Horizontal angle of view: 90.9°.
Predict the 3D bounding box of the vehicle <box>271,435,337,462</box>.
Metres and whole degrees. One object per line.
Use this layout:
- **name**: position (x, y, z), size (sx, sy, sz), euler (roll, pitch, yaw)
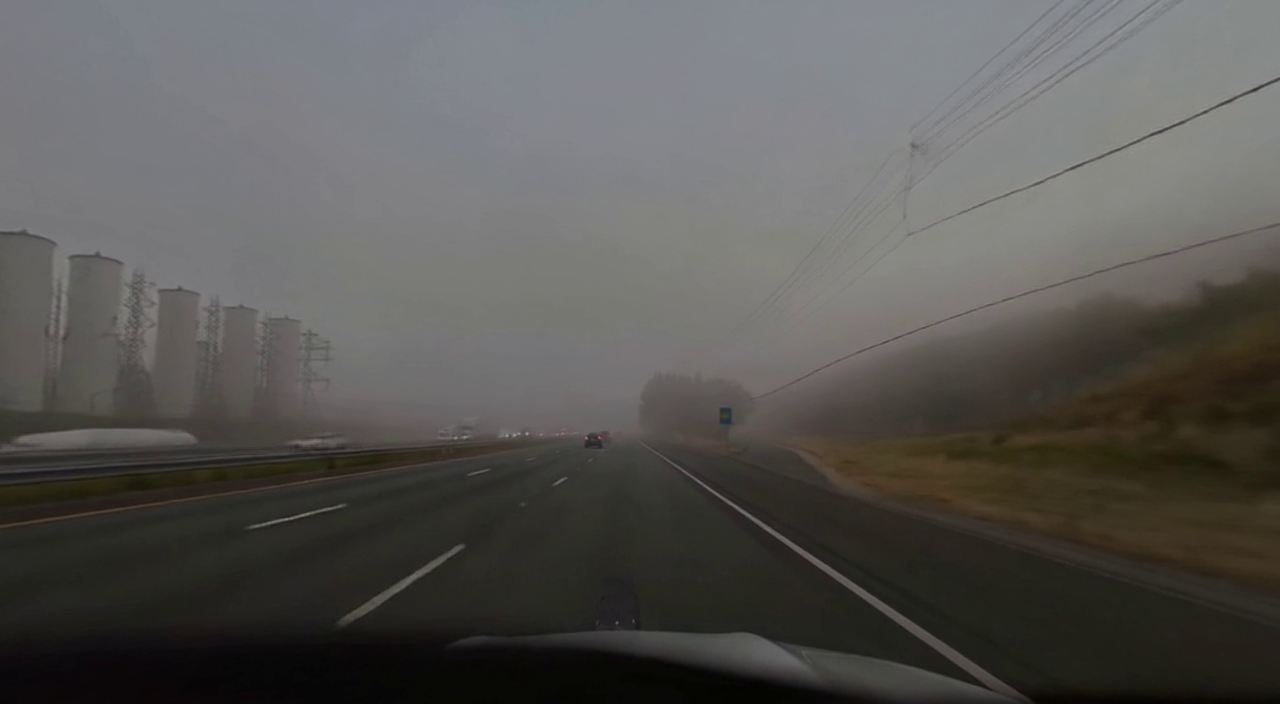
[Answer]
- **vehicle**: position (-19.444, 5.574, 36.652), size (1.788, 1.433, 3.806), euler (0, -8, -1)
